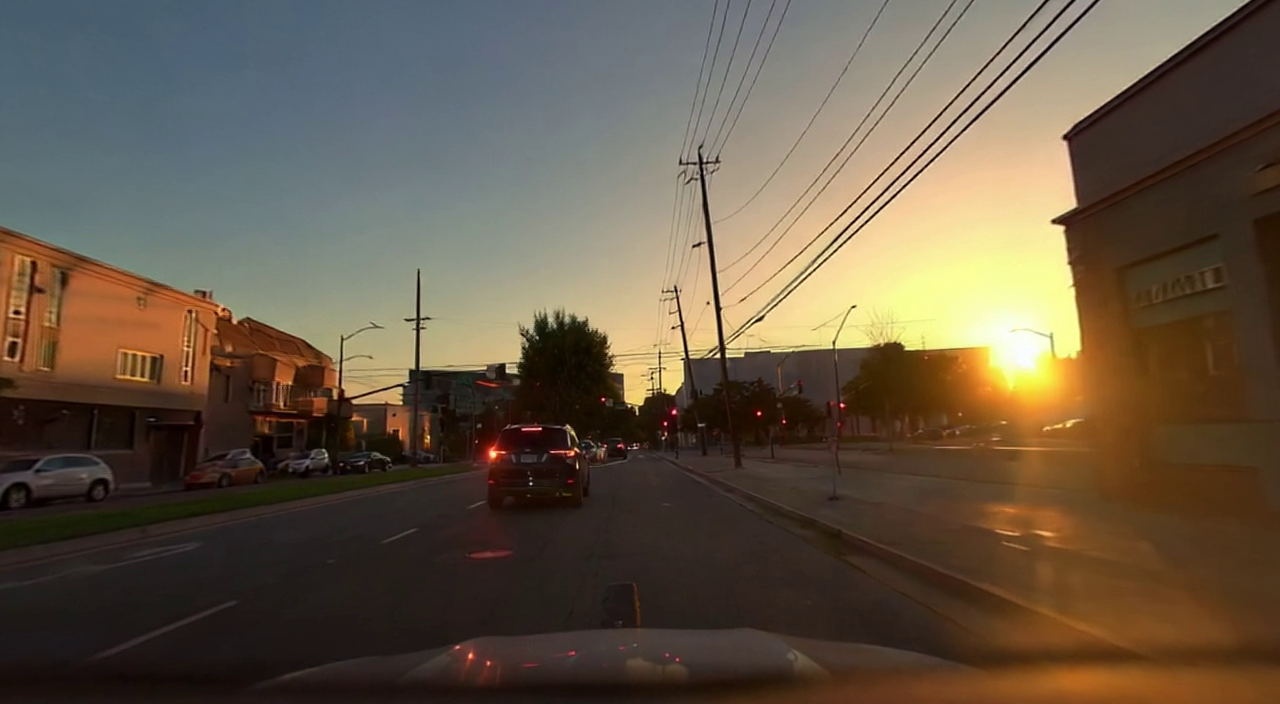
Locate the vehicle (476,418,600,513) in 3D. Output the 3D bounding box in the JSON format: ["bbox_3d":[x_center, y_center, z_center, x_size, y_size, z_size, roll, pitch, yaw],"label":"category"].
[{"bbox_3d":[-2.026,2.425,13.847,2.022,1.757,4.041,0,-9,0],"label":"vehicle"}]

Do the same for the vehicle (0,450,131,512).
[{"bbox_3d":[-20.340,4.267,21.516,2.015,1.815,4.856,0,-9,-2],"label":"vehicle"}]

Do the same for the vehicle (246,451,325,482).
[{"bbox_3d":[-20.622,6.635,36.952,1.989,1.689,4.388,0,-9,1],"label":"vehicle"}]

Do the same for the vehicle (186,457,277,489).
[{"bbox_3d":[-20.642,6.118,32.163,1.790,1.415,4.450,0,-9,-2],"label":"vehicle"}]

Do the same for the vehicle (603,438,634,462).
[{"bbox_3d":[-1.528,7.151,46.058,2.144,1.681,3.855,0,-9,-1],"label":"vehicle"}]

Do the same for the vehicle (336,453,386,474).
[{"bbox_3d":[-20.766,8.290,47.208,1.826,1.430,4.426,0,-9,-1],"label":"vehicle"}]
